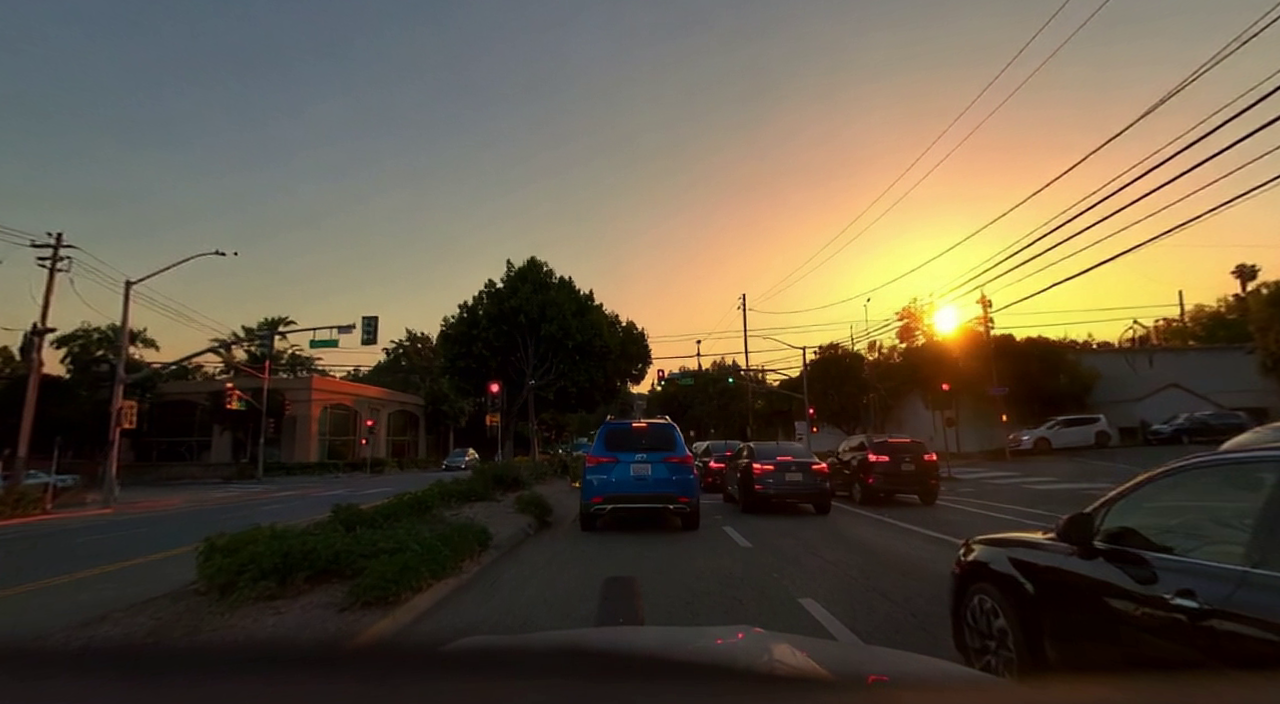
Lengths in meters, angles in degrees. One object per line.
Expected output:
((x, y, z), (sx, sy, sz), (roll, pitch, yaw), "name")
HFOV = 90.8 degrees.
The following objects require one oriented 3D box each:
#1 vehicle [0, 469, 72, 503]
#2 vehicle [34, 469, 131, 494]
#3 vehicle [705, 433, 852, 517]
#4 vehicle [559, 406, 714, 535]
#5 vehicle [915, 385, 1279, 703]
((-33.367, 7.090, 33.474), (4.550, 1.601, 1.766), (1, -8, -7), "vehicle")
((-38.158, 8.841, 43.317), (4.569, 1.505, 1.992), (1, -9, -5), "vehicle")
((2.707, 2.521, 13.490), (2.025, 1.477, 4.333), (0, -8, -2), "vehicle")
((-0.090, 2.081, 11.663), (2.236, 1.856, 4.816), (0, -8, -1), "vehicle")
((2.751, 0.830, 1.774), (2.004, 1.460, 4.297), (0, -8, 0), "vehicle")
